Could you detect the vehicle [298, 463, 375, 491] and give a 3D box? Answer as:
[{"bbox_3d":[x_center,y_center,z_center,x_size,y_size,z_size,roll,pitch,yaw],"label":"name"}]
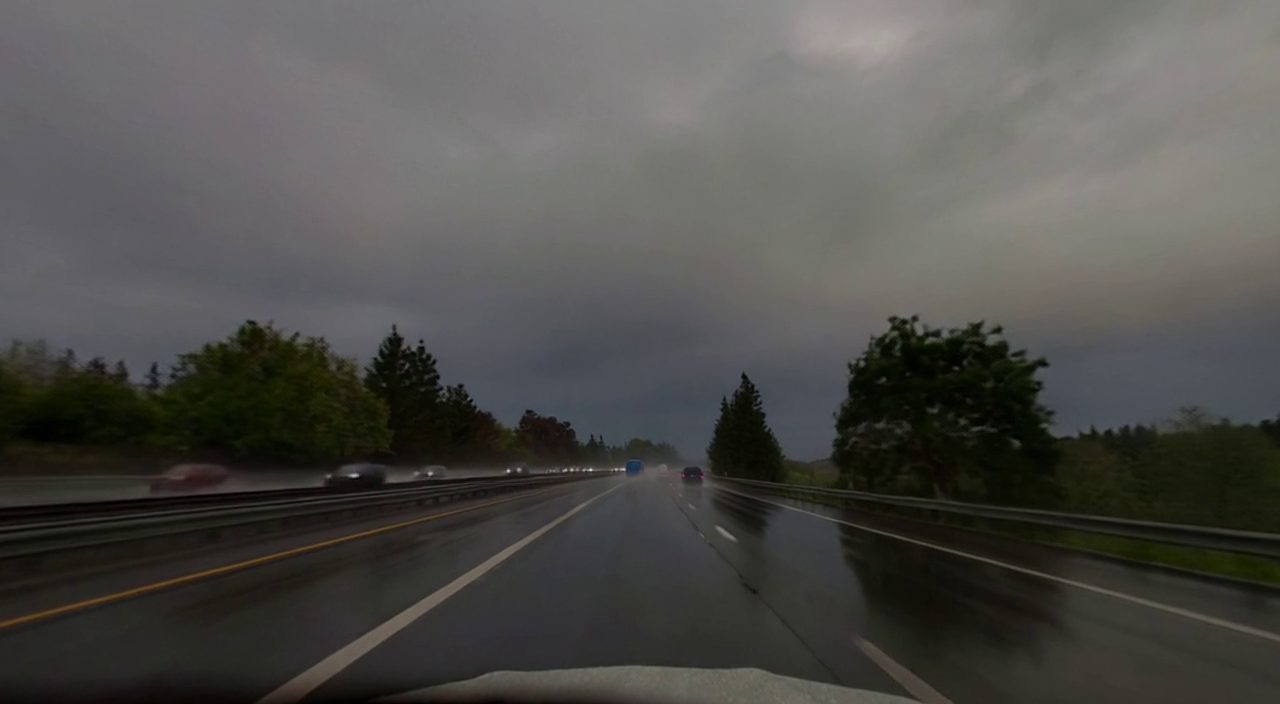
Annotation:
[{"bbox_3d":[-16.348,6.751,34.196,1.789,1.368,4.897,1,-10,-1],"label":"vehicle"}]
